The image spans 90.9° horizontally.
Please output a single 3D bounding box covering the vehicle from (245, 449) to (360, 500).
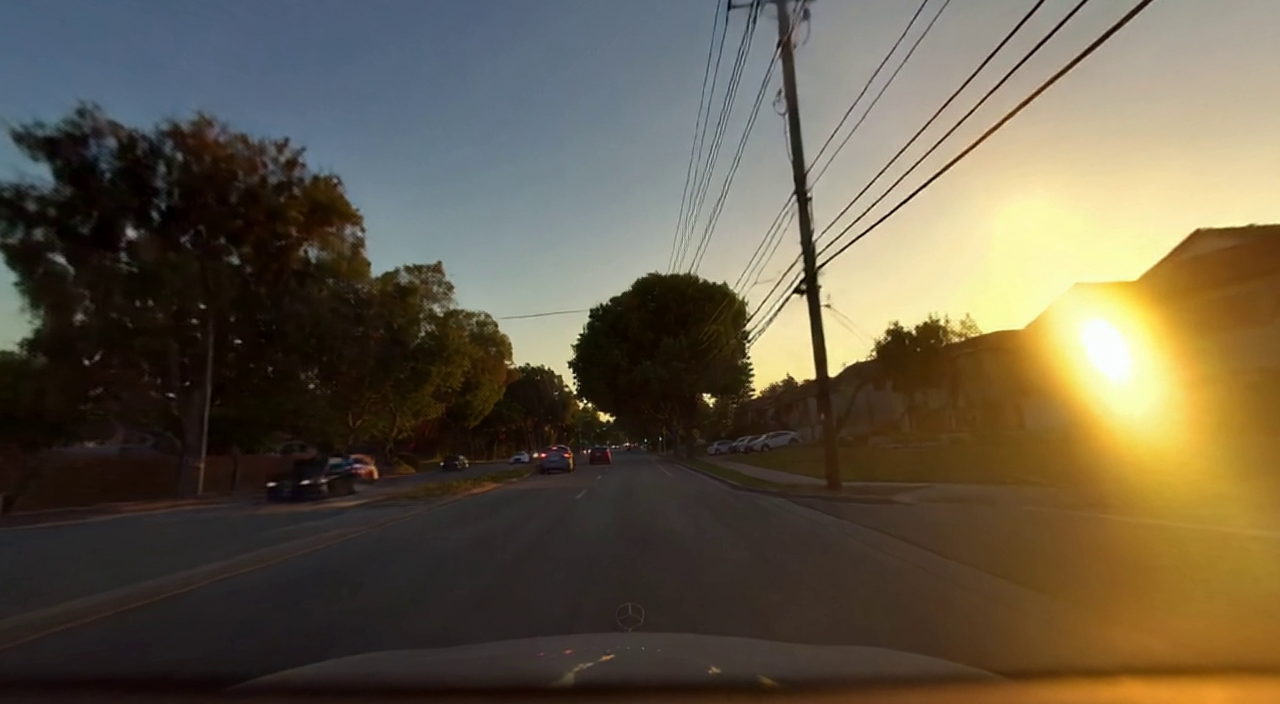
[{"bbox_3d":[-12.425,4.498,23.562,1.954,1.648,4.287,0,-8,-1],"label":"vehicle"}]

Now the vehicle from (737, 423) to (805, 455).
[{"bbox_3d":[10.221,6.827,49.453,4.610,1.853,2.265,-7,-9,-4],"label":"vehicle"}]

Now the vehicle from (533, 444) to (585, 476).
[{"bbox_3d":[-3.958,5.358,31.579,2.084,1.466,4.522,0,-8,-2],"label":"vehicle"}]
